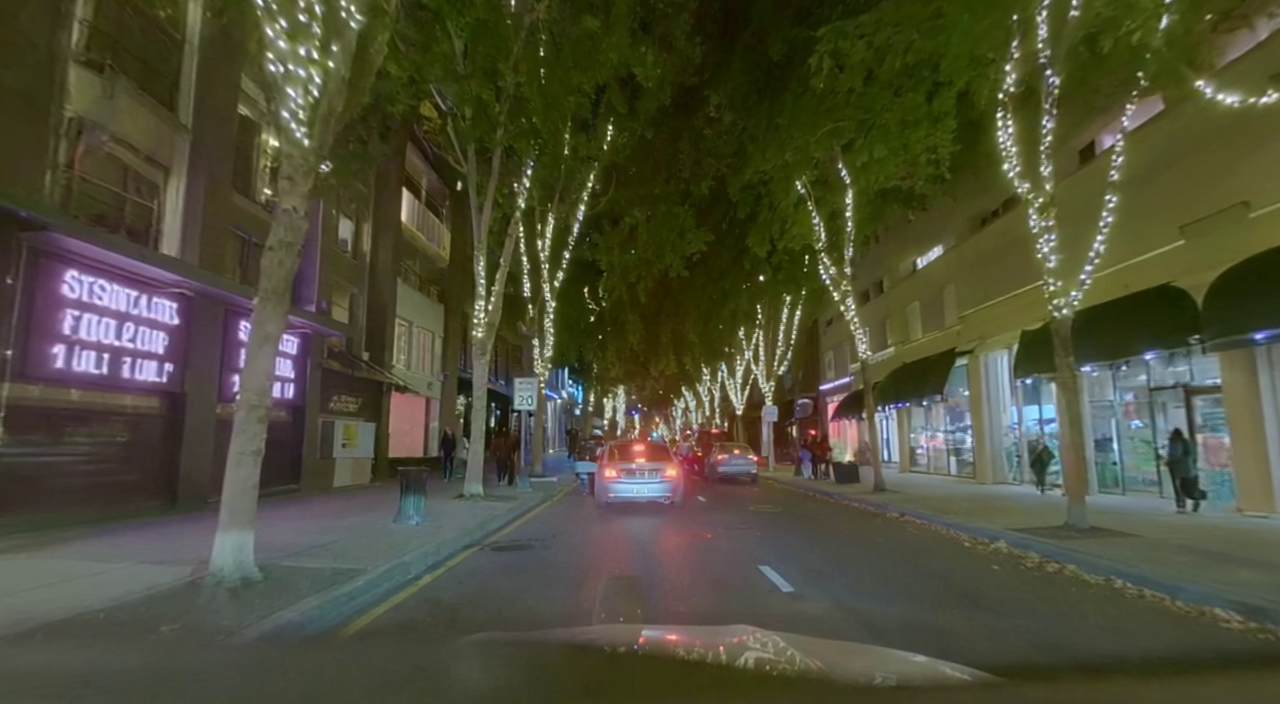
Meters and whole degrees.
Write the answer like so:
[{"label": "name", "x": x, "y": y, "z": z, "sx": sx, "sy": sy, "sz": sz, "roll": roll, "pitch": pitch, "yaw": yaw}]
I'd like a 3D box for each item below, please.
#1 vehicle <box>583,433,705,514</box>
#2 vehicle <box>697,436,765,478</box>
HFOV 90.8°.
[{"label": "vehicle", "x": 0.055, "y": 2.575, "z": 13.866, "sx": 2.261, "sy": 1.474, "sz": 4.130, "roll": 0, "pitch": -8, "yaw": -1}, {"label": "vehicle", "x": 3.575, "y": 4.226, "z": 25.712, "sx": 2.025, "sy": 1.523, "sz": 4.426, "roll": 0, "pitch": -8, "yaw": -1}]
